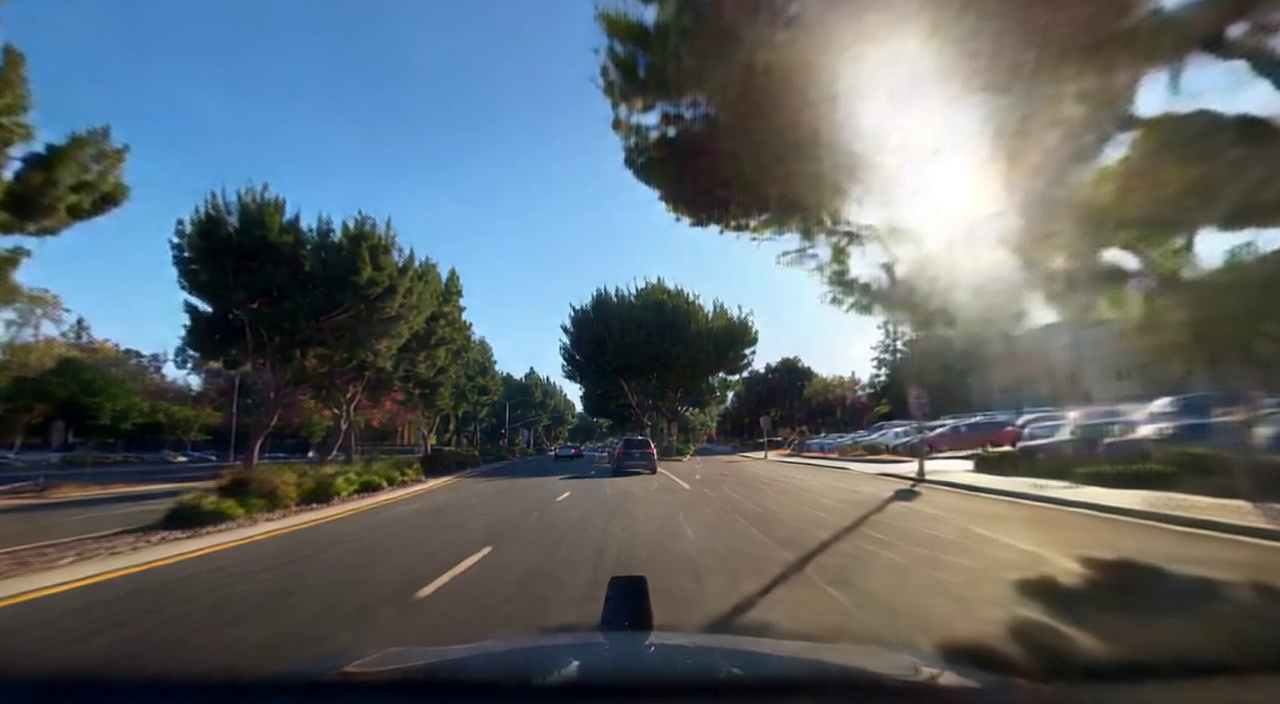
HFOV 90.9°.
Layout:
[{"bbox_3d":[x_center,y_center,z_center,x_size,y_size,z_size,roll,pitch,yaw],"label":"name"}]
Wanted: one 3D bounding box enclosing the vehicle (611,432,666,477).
[{"bbox_3d":[-0.114,4.258,26.295,2.135,1.691,3.884,0,-9,-1],"label":"vehicle"}]
